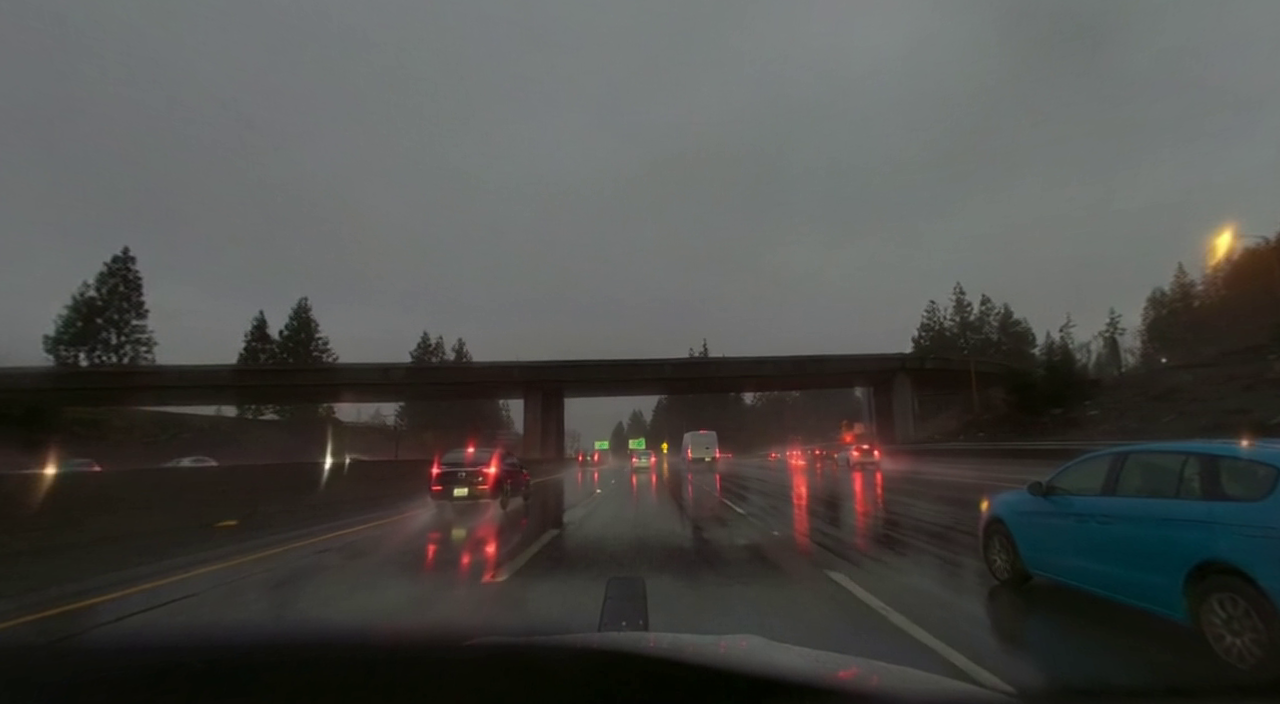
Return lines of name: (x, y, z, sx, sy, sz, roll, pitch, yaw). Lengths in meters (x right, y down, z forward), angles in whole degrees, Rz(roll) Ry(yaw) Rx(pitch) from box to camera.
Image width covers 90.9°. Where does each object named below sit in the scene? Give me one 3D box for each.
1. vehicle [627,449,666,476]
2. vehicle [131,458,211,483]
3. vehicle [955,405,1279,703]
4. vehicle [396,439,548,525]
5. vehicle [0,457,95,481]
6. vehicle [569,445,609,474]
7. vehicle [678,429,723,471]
vehicle: (0.361, 6.536, 37.653, 2.174, 1.467, 4.005, 0, -8, 0)
vehicle: (-30.005, 7.552, 40.525, 1.718, 1.422, 4.457, 0, -9, 0)
vehicle: (4.123, 1.155, 3.816, 2.085, 1.558, 4.466, 0, -8, -1)
vehicle: (-3.407, 2.711, 13.701, 2.137, 1.562, 3.926, 0, -8, 2)
vehicle: (-40.530, 7.979, 43.292, 1.864, 1.505, 4.863, 0, -9, 0)
vehicle: (-3.203, 6.822, 40.226, 2.078, 1.706, 4.298, -1, -8, 2)
vehicle: (4.172, 6.934, 44.688, 2.436, 2.745, 6.607, 0, -8, -1)
